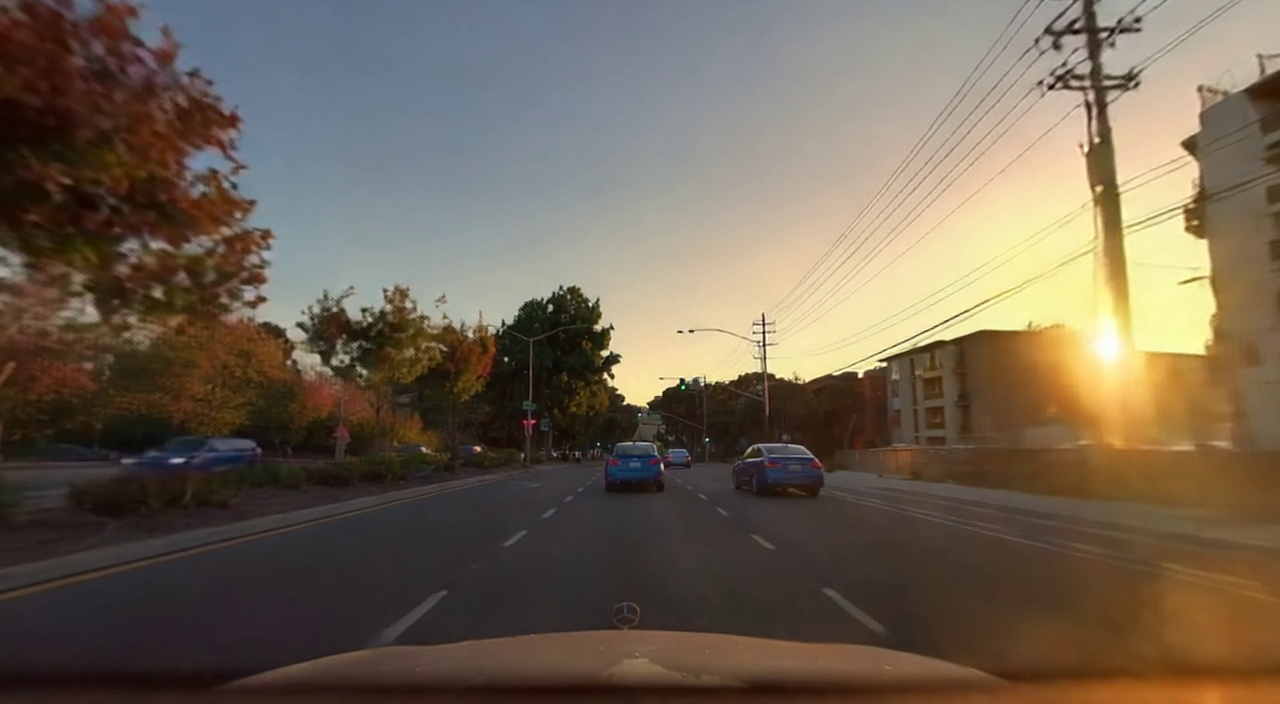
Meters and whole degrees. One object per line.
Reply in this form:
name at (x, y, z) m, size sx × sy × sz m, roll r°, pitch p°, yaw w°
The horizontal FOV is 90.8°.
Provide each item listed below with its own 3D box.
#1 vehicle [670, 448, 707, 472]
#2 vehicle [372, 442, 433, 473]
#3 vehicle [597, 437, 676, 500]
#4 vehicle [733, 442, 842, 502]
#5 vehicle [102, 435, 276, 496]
vehicle at (3.120, 7.045, 41.508) m, size 2.054 × 1.461 × 4.321 m, roll 0°, pitch -8°, yaw -1°
vehicle at (-14.309, 6.344, 38.375) m, size 2.064 × 1.745 × 4.495 m, roll 0°, pitch -8°, yaw -1°
vehicle at (-0.132, 3.334, 18.522) m, size 2.073 × 1.606 × 3.933 m, roll 0°, pitch -8°, yaw -1°
vehicle at (4.158, 3.443, 18.644) m, size 2.086 × 1.534 × 4.351 m, roll 0°, pitch -8°, yaw -1°
vehicle at (-13.549, 3.407, 19.421) m, size 1.982 × 1.639 × 4.553 m, roll 0°, pitch -8°, yaw 0°
